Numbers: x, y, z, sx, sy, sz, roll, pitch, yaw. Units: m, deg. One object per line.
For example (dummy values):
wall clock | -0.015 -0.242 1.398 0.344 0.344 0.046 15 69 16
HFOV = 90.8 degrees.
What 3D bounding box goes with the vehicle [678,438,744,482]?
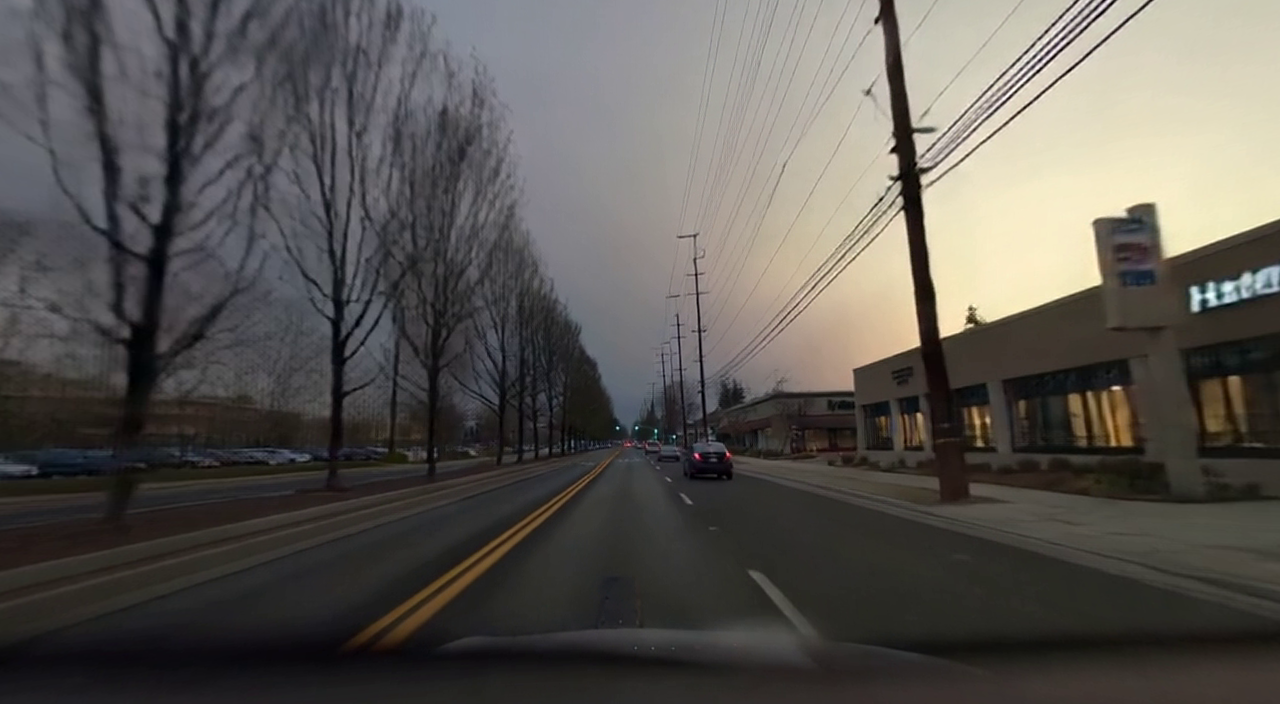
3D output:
vehicle | 2.593 4.037 23.821 1.975 1.497 3.647 0 -9 -1
